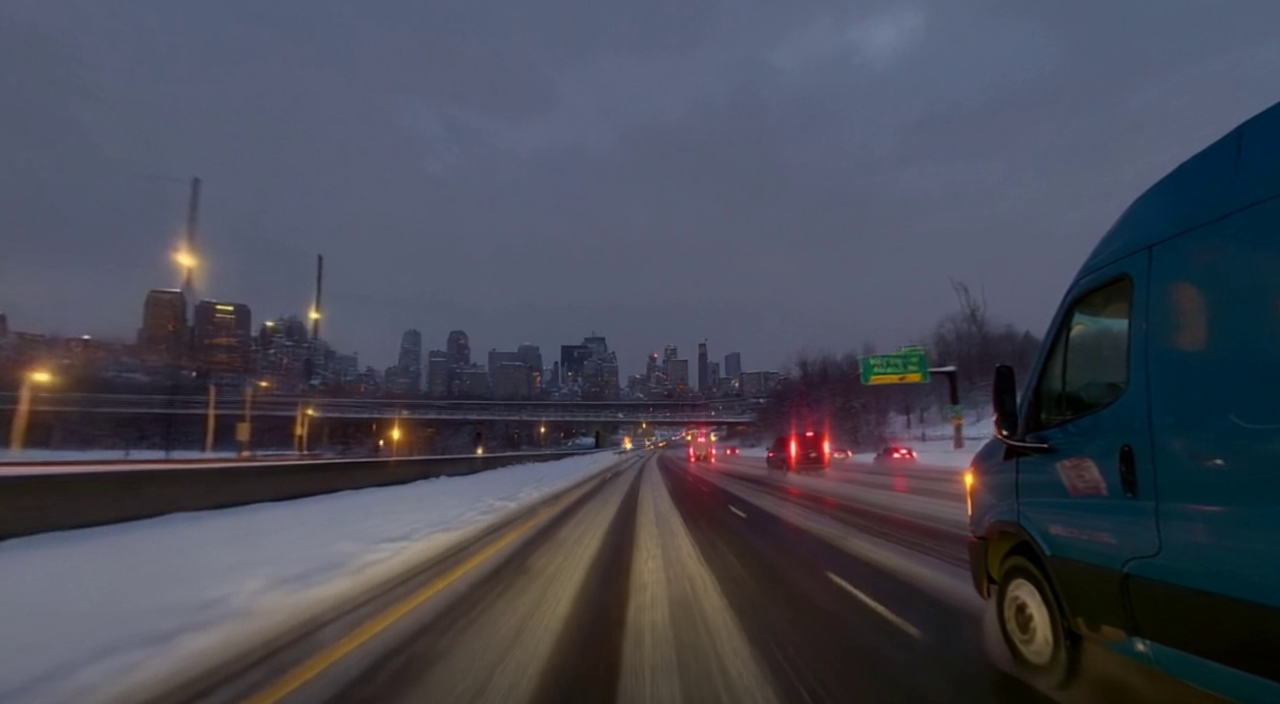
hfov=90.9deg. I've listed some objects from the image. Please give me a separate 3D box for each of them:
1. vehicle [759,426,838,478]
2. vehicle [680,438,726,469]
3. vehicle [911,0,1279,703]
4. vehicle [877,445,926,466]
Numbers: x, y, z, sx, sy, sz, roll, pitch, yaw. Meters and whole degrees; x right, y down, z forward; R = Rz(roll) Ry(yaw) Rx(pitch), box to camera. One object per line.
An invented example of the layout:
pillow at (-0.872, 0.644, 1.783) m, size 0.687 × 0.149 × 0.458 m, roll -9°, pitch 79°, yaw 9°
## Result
vehicle at (7.419, 4.759, 30.204) m, size 2.301 × 2.203 × 5.419 m, roll 0°, pitch -8°, yaw 0°
vehicle at (4.143, 6.821, 42.637) m, size 2.464 × 1.961 × 5.520 m, roll 0°, pitch -8°, yaw -1°
vehicle at (3.257, 0.118, 1.022) m, size 2.436 × 2.745 × 7.034 m, roll 0°, pitch -8°, yaw 0°
vehicle at (19.099, 7.531, 46.186) m, size 1.802 × 1.463 × 4.148 m, roll 0°, pitch -8°, yaw 0°
